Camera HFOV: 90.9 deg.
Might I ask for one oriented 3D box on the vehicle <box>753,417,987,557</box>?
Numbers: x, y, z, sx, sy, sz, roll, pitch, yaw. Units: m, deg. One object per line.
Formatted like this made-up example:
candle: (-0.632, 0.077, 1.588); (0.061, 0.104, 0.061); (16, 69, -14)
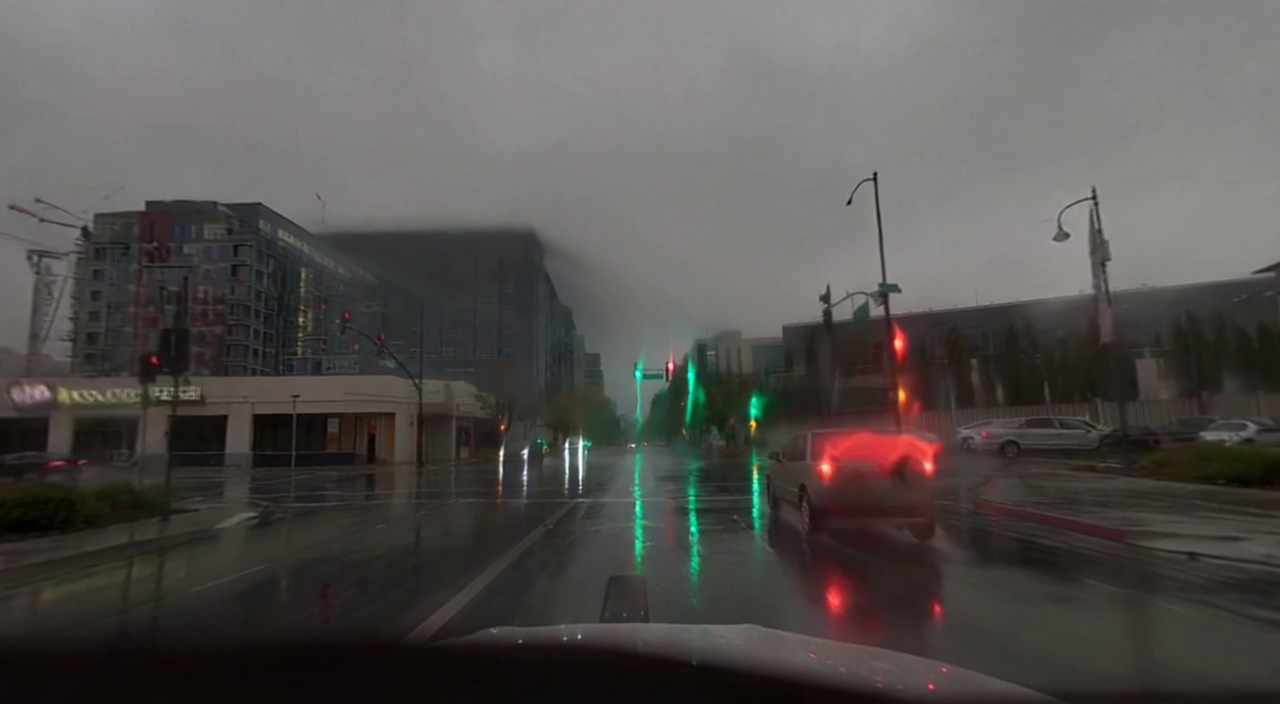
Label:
vehicle: (2.956, 1.815, 9.133); (1.947, 1.576, 3.825); (0, -8, 0)

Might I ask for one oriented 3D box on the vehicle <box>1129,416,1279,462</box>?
vehicle: (21.456, 3.311, 23.975); (4.095, 1.640, 1.848); (0, -8, -1)

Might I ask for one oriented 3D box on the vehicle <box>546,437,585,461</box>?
vehicle: (-5.483, 7.249, 47.182); (2.115, 1.690, 4.322); (-1, -8, 4)

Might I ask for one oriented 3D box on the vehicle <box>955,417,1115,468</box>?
vehicle: (14.619, 3.387, 23.549); (4.611, 1.778, 1.939); (0, -8, 0)

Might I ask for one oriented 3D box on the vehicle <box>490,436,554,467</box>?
vehicle: (-6.881, 5.847, 37.354); (1.972, 1.693, 4.516); (-2, -9, 15)

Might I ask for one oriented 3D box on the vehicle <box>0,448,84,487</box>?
vehicle: (-26.691, 4.895, 26.904); (4.037, 1.562, 2.099); (-1, -8, 4)
